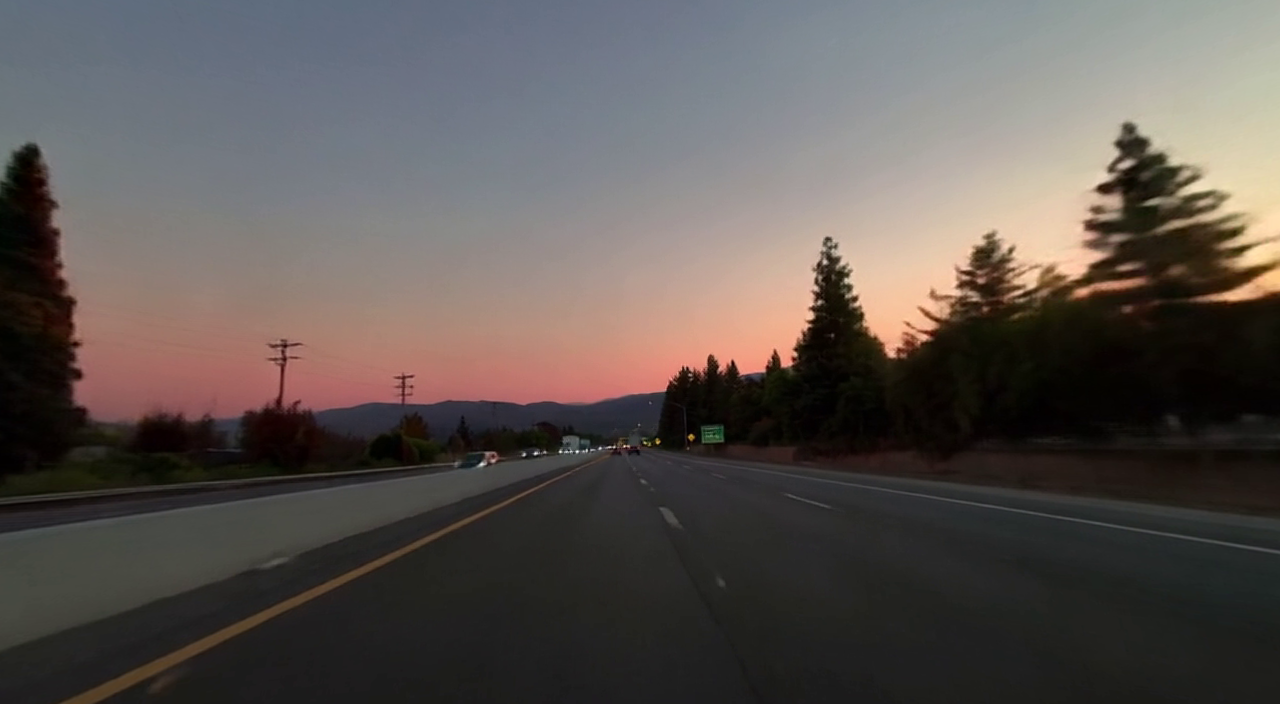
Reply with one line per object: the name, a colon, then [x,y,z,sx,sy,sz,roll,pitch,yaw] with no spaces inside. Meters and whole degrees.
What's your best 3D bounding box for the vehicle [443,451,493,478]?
vehicle: [-10.459,6.846,38.611,1.943,1.477,4.489,0,-9,-2]
